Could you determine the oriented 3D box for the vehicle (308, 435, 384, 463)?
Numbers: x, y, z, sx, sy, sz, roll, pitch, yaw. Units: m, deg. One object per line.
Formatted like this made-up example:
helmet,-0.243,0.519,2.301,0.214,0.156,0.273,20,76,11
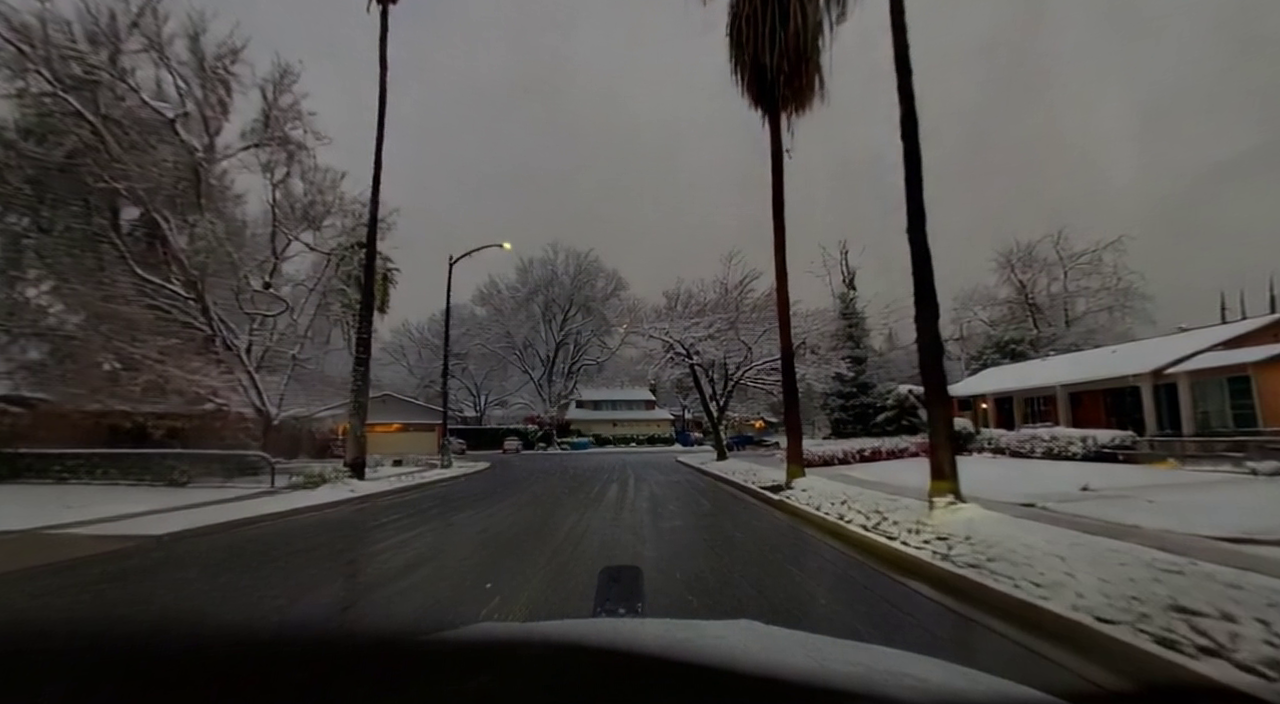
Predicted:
vehicle,-22.838,7.563,49.205,4.745,2.151,2.232,0,-9,0
